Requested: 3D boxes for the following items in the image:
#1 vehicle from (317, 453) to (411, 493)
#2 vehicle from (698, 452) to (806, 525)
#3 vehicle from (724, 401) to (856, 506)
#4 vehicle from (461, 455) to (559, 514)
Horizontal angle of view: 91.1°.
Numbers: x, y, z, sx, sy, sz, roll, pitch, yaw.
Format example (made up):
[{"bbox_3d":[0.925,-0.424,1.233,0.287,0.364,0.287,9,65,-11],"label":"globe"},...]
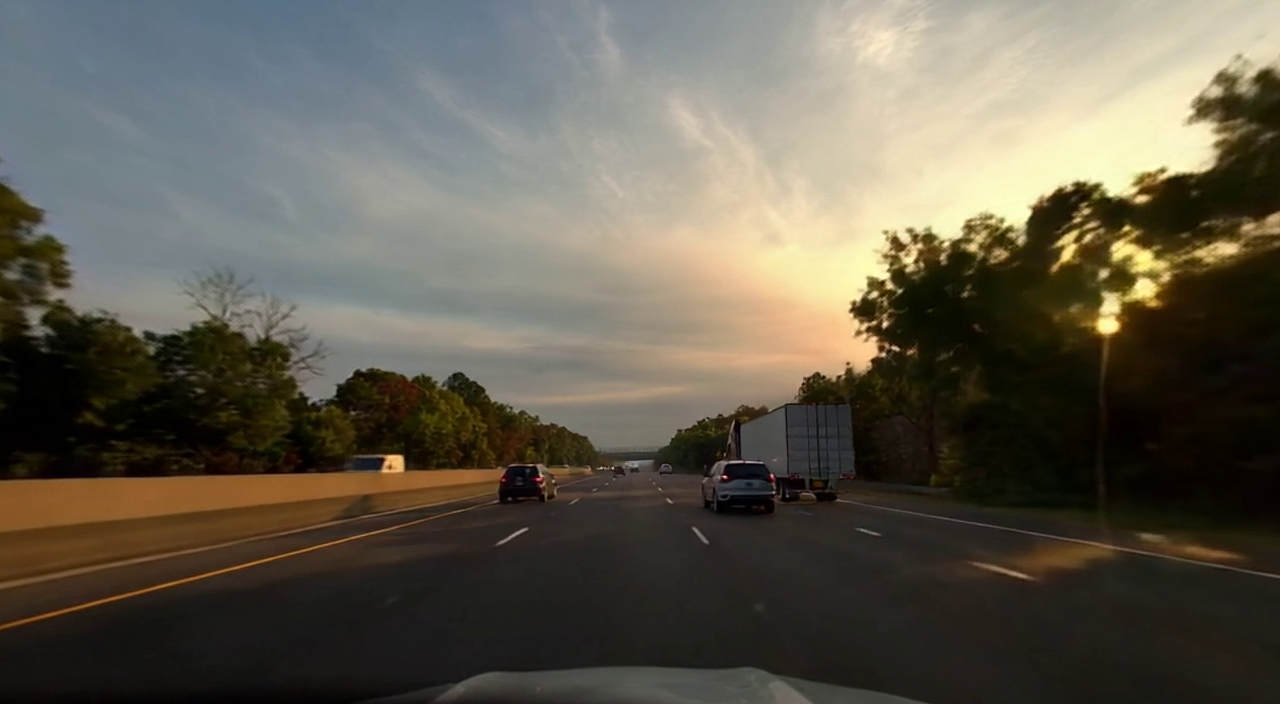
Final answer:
[{"bbox_3d":[-12.093,5.340,27.926,1.999,1.570,4.653,1,-10,0],"label":"vehicle"},{"bbox_3d":[2.886,3.678,17.309,2.050,1.708,4.457,1,-10,-1],"label":"vehicle"},{"bbox_3d":[7.151,5.600,33.845,2.883,4.151,17.144,1,-10,0],"label":"vehicle"},{"bbox_3d":[-3.812,3.973,19.175,2.025,1.547,4.150,1,-10,1],"label":"vehicle"}]
